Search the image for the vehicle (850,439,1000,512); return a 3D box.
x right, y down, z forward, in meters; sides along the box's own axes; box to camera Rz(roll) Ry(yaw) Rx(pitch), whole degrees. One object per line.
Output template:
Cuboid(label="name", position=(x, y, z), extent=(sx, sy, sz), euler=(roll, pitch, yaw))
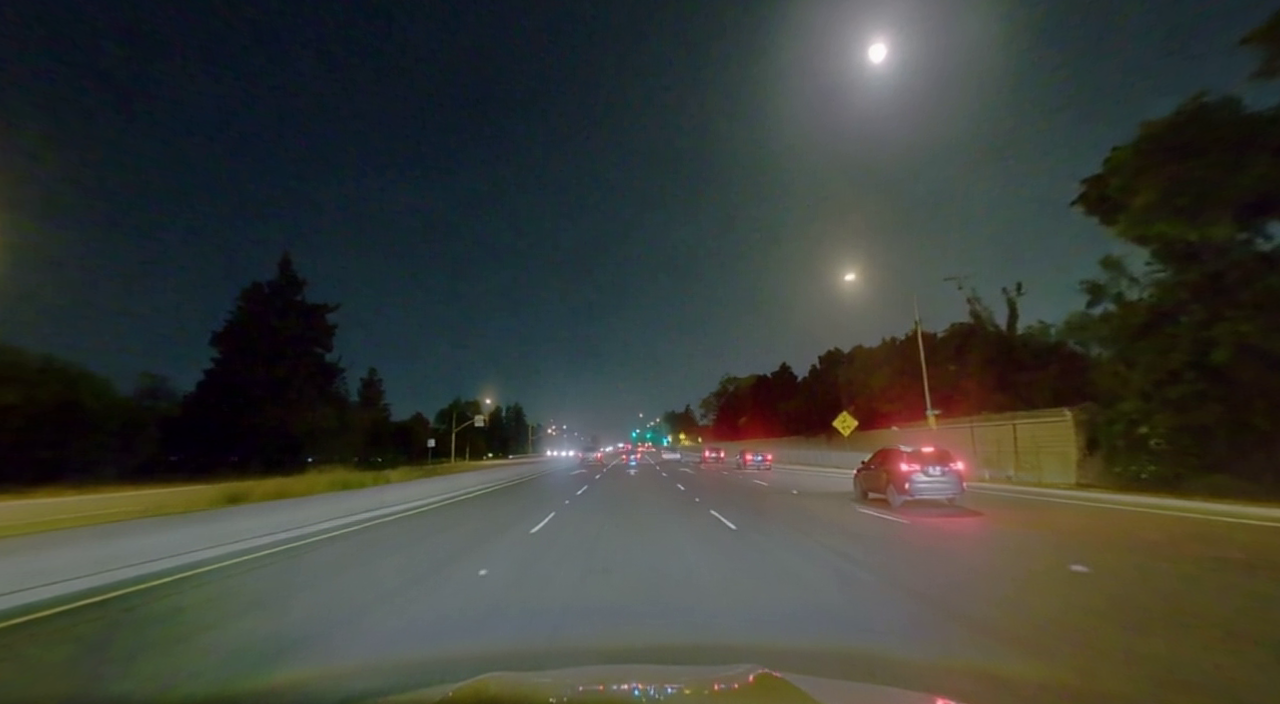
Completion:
Cuboid(label="vehicle", position=(6.657, 2.882, 15.253), extent=(1.838, 1.518, 3.713), euler=(0, -8, 0))

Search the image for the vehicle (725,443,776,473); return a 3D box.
Cuboid(label="vehicle", position=(6.306, 6.074, 36.479), extent=(1.987, 1.597, 4.463), euler=(0, -8, -2))

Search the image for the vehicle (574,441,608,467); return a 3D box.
Cuboid(label="vehicle", position=(-3.546, 7.549, 46.791), extent=(2.230, 1.827, 4.406), euler=(0, -8, -1))
